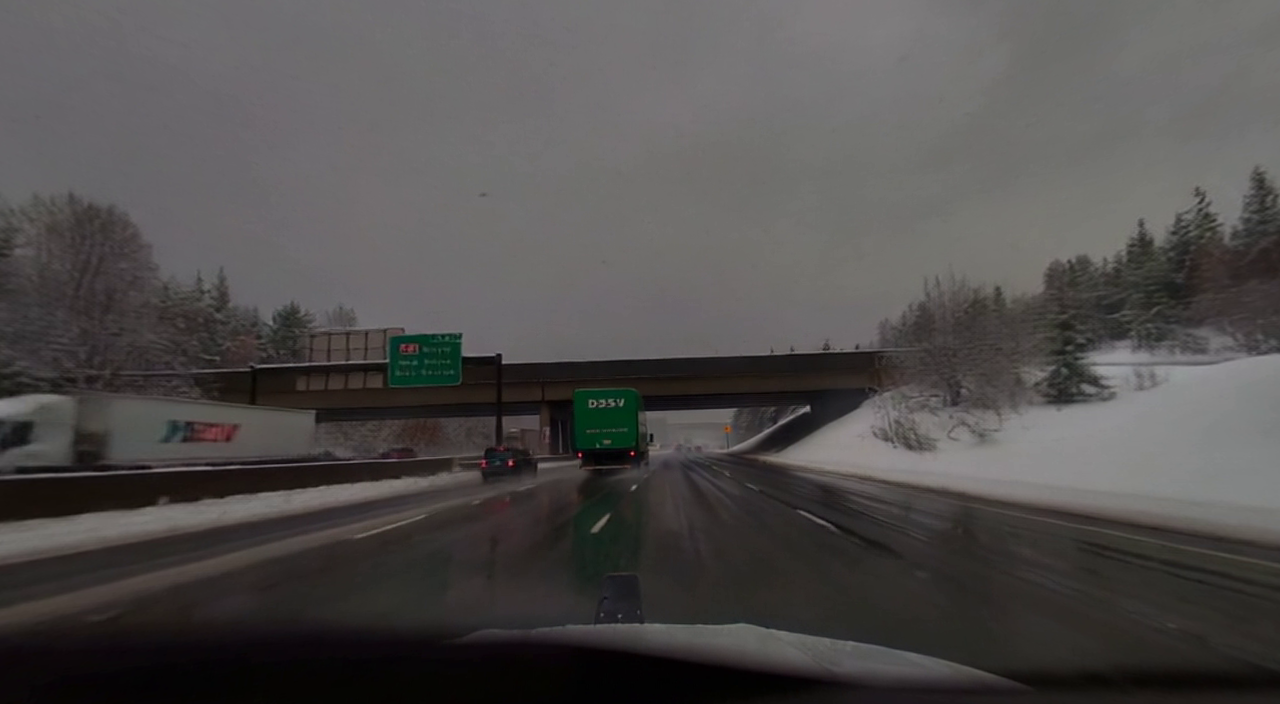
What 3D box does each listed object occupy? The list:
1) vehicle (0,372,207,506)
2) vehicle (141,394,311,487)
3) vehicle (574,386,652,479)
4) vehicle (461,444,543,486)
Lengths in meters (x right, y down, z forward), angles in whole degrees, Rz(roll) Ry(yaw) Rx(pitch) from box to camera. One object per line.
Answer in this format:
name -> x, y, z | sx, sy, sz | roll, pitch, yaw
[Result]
vehicle -> -21.097, 3.234, 22.889 | 2.942, 4.086, 10.219 | -1, -9, 2
vehicle -> -20.643, 4.568, 32.195 | 2.818, 4.103, 8.096 | -1, -9, 2
vehicle -> -1.067, 4.426, 33.559 | 3.025, 4.002, 12.709 | -1, -9, 3
vehicle -> -5.288, 4.371, 24.732 | 1.958, 1.467, 4.737 | -1, -9, 3
